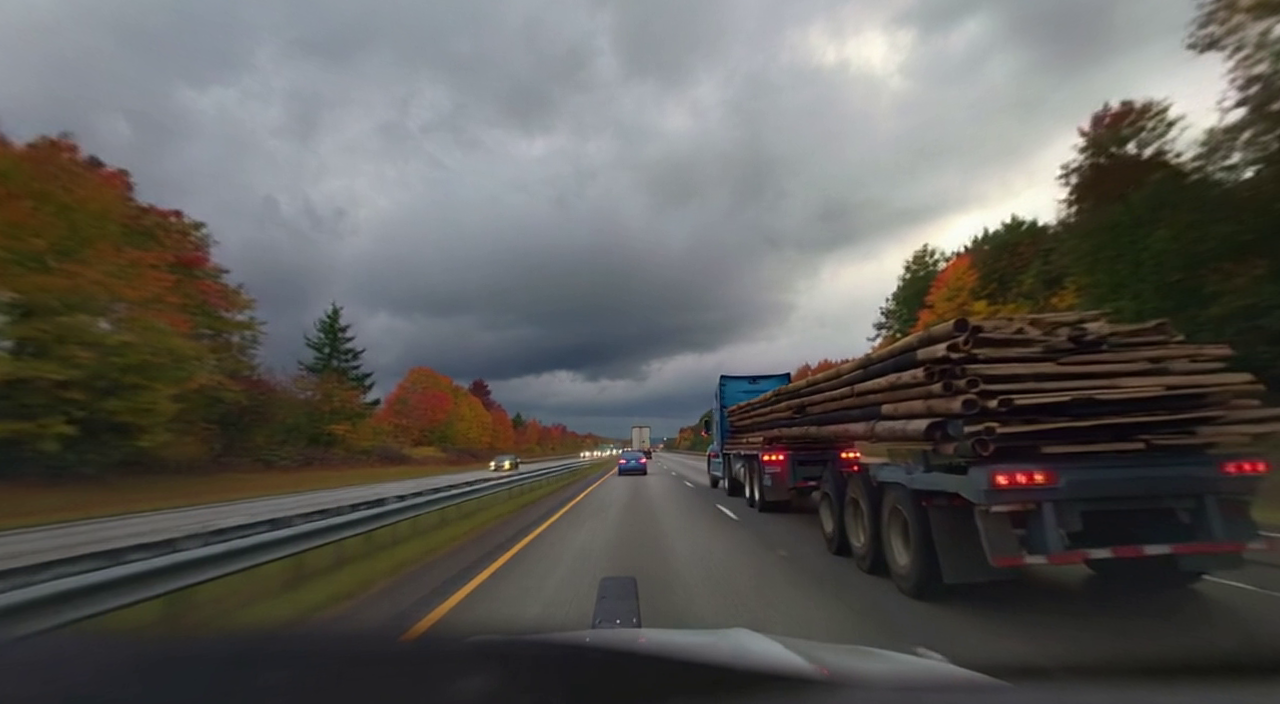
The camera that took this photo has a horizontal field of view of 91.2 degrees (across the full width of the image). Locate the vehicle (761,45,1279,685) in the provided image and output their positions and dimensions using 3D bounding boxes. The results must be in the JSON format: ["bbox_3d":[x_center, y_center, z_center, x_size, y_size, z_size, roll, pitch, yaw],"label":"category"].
[{"bbox_3d":[3.952,0.559,7.961,3.004,3.923,8.363,-1,-9,-1],"label":"vehicle"}]

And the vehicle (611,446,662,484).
[{"bbox_3d":[-0.174,5.004,28.074,2.099,1.506,4.097,-1,-9,0],"label":"vehicle"}]
